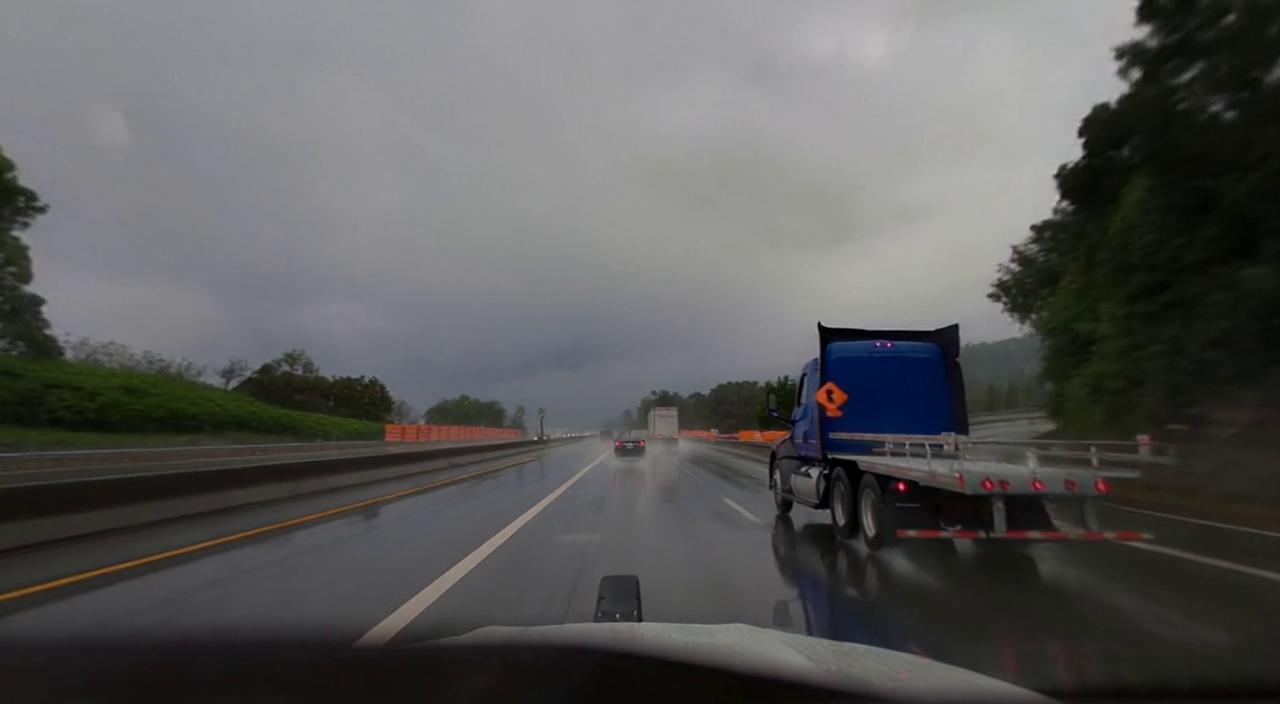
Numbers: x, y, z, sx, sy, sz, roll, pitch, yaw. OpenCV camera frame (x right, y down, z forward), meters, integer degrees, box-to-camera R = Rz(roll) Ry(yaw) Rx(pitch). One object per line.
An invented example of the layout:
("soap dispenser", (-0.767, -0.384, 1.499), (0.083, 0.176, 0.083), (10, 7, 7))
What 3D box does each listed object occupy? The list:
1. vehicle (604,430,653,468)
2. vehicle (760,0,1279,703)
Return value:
("vehicle", (-0.472, 4.081, 26.689), (1.929, 1.469, 3.677), (0, -8, -1))
("vehicle", (3.529, 0.152, 4.602), (2.919, 3.634, 10.888), (0, -8, -1))
